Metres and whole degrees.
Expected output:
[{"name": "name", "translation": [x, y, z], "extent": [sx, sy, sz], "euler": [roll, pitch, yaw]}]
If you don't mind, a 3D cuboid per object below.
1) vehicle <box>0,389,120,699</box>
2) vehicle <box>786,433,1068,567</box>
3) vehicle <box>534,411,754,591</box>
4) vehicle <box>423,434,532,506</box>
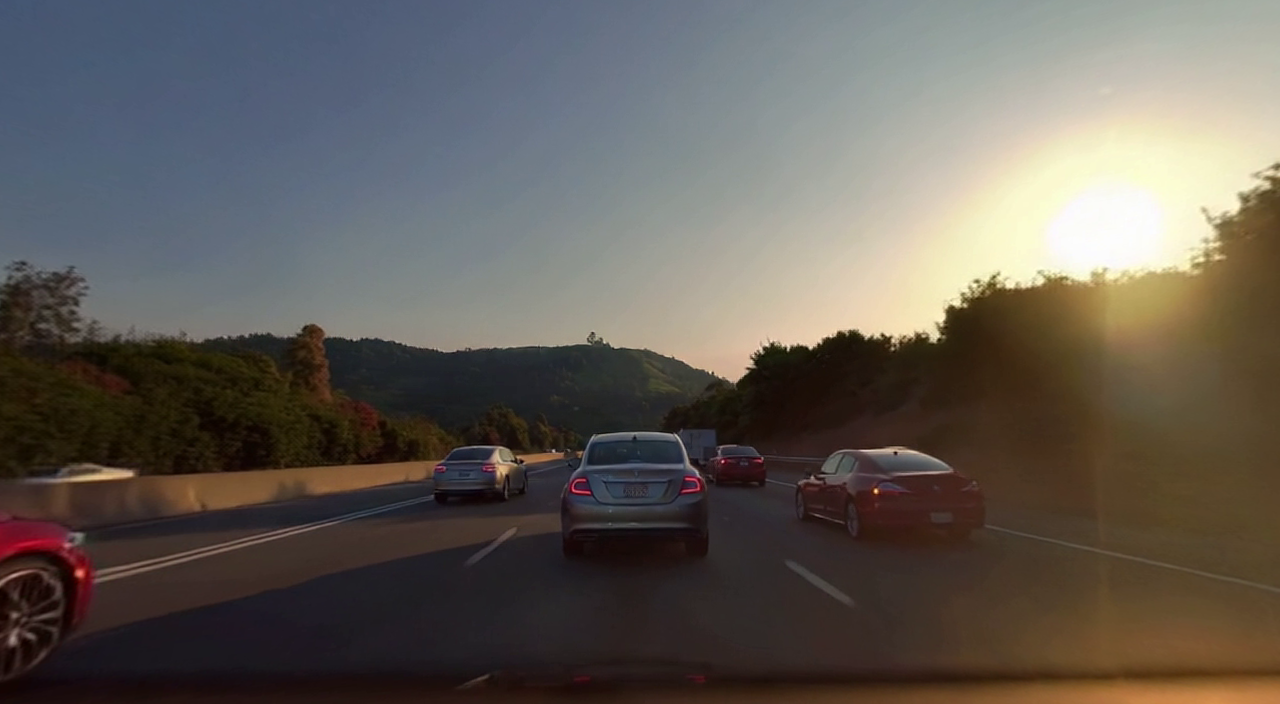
[{"name": "vehicle", "translation": [-4.542, 0.812, 1.918], "extent": [2.173, 1.660, 4.373], "euler": [0, -9, -1]}, {"name": "vehicle", "translation": [3.677, 1.976, 9.210], "extent": [1.953, 1.434, 4.511], "euler": [0, -9, -1]}, {"name": "vehicle", "translation": [-0.011, 1.715, 7.987], "extent": [2.093, 1.695, 3.782], "euler": [0, -9, -2]}, {"name": "vehicle", "translation": [-4.251, 3.151, 17.148], "extent": [1.890, 1.708, 3.844], "euler": [0, -9, 0]}]
